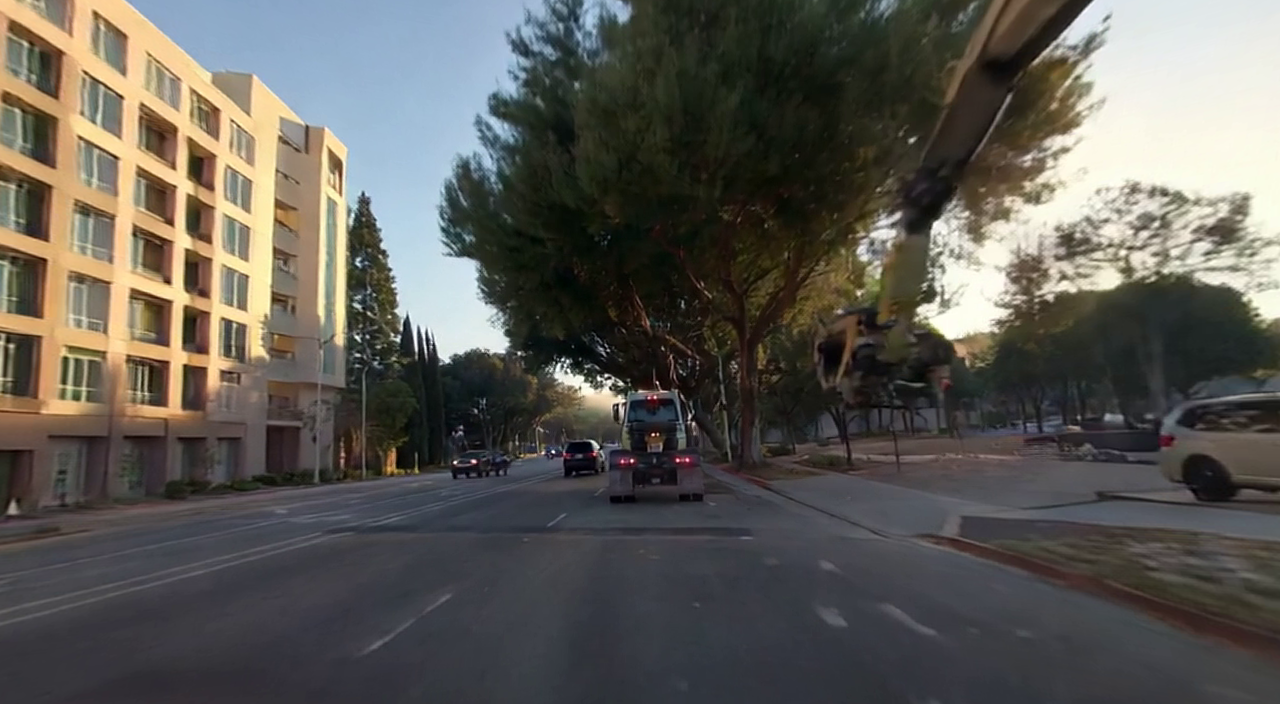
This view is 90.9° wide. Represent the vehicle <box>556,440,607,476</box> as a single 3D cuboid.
[{"bbox_3d":[-2.880,5.366,32.064,2.081,1.688,4.235,0,-9,2],"label":"vehicle"}]

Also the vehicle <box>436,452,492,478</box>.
[{"bbox_3d":[-11.027,7.055,39.785,1.939,1.496,4.678,-1,-9,3],"label":"vehicle"}]

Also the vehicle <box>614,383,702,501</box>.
[{"bbox_3d":[0.475,3.535,24.559,2.552,3.461,11.044,-2,-9,-1],"label":"vehicle"}]

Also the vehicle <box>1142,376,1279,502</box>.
[{"bbox_3d":[10.265,1.158,8.761,2.186,1.783,4.716,-1,-8,-9],"label":"vehicle"}]

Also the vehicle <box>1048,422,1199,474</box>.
[{"bbox_3d":[16.987,3.404,22.428,1.845,1.593,3.941,-2,-8,-8],"label":"vehicle"}]
